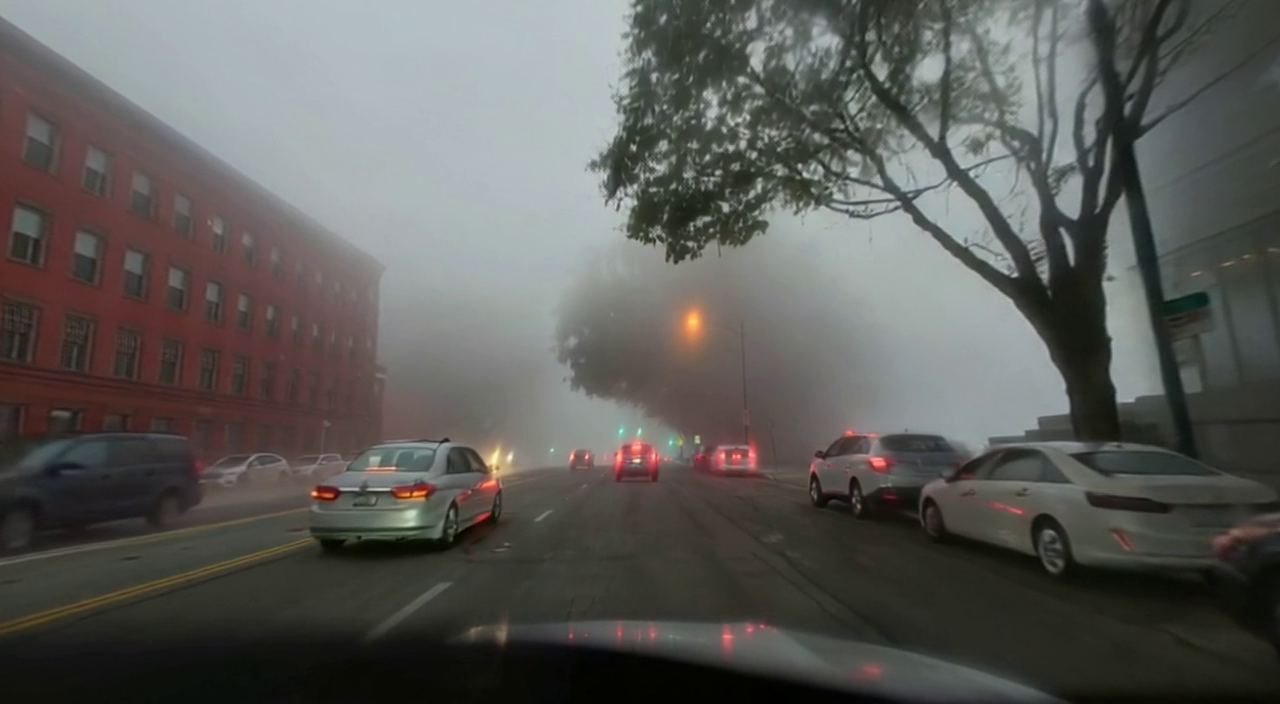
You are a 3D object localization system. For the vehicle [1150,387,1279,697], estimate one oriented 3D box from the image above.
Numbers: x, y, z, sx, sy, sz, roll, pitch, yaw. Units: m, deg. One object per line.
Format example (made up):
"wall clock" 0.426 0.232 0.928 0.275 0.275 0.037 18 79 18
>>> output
"vehicle" 4.751 0.828 1.911 2.001 1.742 4.996 1 -9 -3

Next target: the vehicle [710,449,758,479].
"vehicle" 4.976 5.939 33.707 1.832 1.491 4.054 1 -9 -2

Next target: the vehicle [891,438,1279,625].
"vehicle" 4.834 1.816 7.459 1.910 1.499 4.495 0 -9 0

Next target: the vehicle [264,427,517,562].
"vehicle" -3.392 2.026 9.756 1.934 1.548 4.635 0 -9 1

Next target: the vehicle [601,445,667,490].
"vehicle" -0.239 4.264 23.608 2.230 1.518 4.113 1 -9 -1

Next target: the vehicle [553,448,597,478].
"vehicle" -3.678 6.341 36.195 1.972 1.560 4.066 0 -9 2

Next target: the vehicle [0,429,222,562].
"vehicle" -9.585 2.188 10.287 2.186 1.745 4.693 0 -9 1

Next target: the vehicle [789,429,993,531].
"vehicle" 4.907 2.571 13.303 2.123 1.736 4.795 1 -9 -3
